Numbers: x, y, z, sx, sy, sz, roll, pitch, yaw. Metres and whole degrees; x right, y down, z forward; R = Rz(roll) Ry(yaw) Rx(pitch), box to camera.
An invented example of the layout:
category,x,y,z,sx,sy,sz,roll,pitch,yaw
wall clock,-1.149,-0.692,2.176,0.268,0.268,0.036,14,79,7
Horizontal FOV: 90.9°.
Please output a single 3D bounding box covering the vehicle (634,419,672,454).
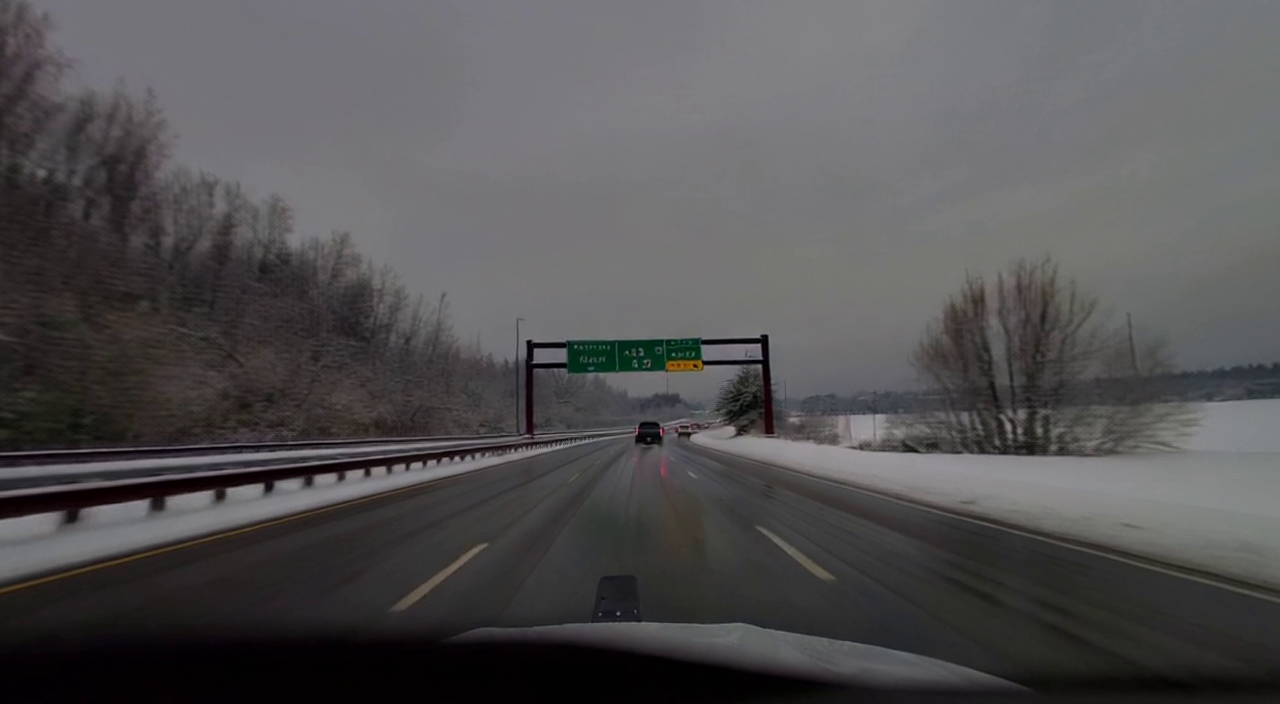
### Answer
category,x,y,z,sx,sy,sz,roll,pitch,yaw
vehicle,0.908,5.892,43.991,2.450,2.314,4.753,0,-8,1
